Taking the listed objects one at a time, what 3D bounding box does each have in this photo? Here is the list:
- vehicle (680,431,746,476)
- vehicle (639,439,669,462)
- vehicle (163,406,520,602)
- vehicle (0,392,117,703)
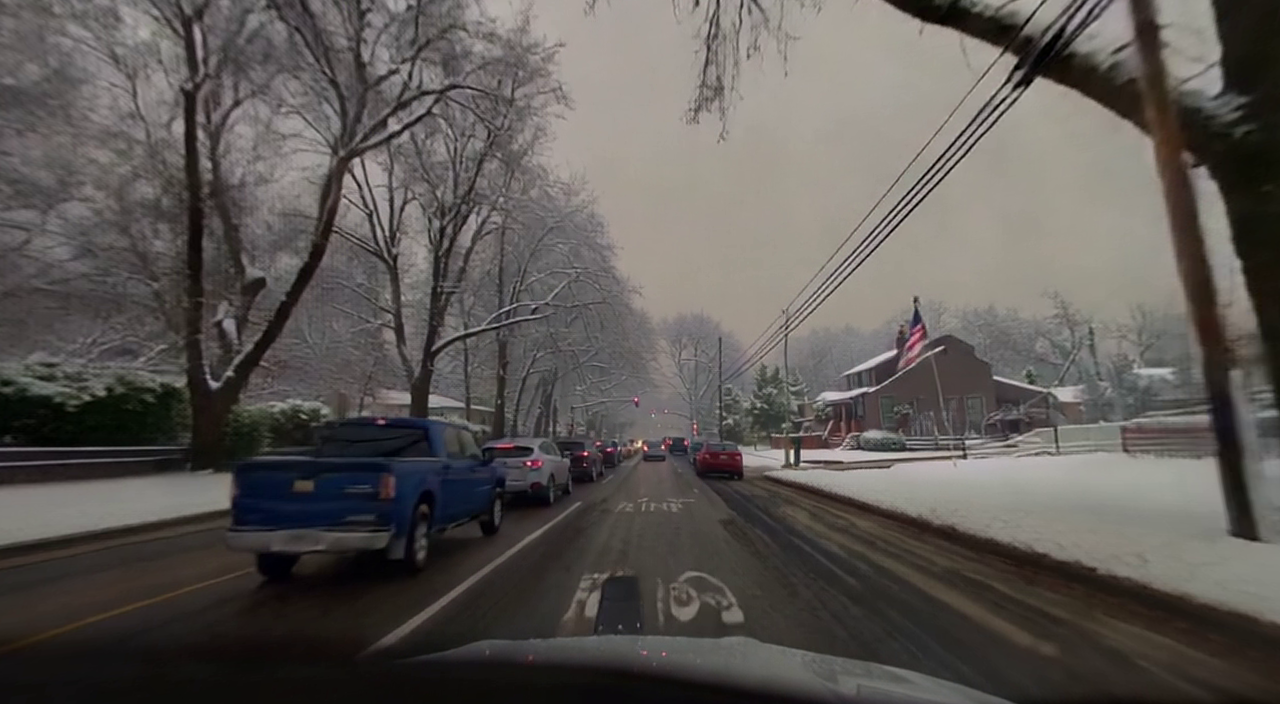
[{"bbox_3d":[2.954,4.248,26.591,2.258,1.682,4.635,0,-8,0],"label":"vehicle"},{"bbox_3d":[0.964,6.620,42.415,1.927,1.453,3.848,0,-8,2],"label":"vehicle"},{"bbox_3d":[-2.971,1.621,7.661,1.971,1.639,4.487,-1,-8,3],"label":"vehicle"},{"bbox_3d":[-2.801,0.621,0.159,1.807,1.475,3.952,-1,-8,3],"label":"vehicle"}]
